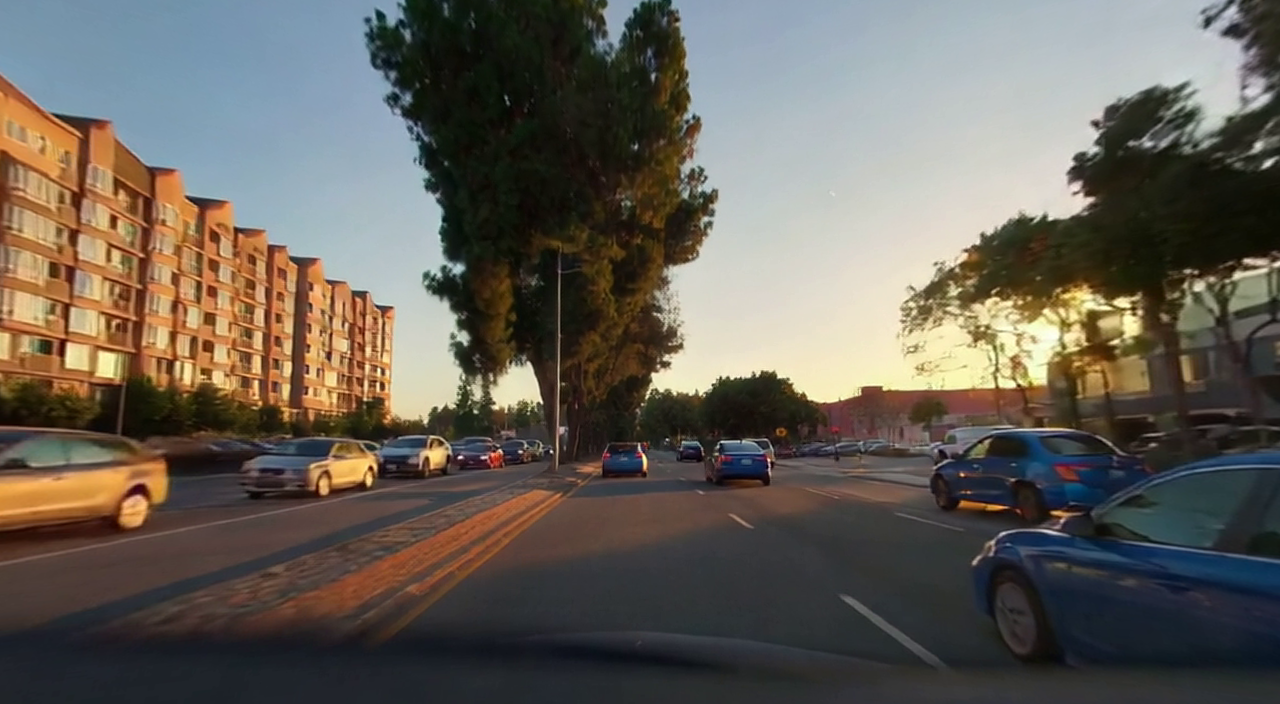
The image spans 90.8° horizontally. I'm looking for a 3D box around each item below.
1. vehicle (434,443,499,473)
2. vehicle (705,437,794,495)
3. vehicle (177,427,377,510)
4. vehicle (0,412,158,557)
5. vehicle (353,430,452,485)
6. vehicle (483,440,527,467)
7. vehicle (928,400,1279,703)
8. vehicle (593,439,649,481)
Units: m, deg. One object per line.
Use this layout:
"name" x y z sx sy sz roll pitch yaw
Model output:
"vehicle" -9.022 5.523 33.218 2.148 1.473 4.709 0 -8 -1
"vehicle" 3.096 3.303 18.662 1.852 1.498 3.825 0 -8 -2
"vehicle" -8.901 2.886 16.187 2.145 1.747 5.014 -1 -8 0
"vehicle" -8.822 1.651 7.882 2.105 1.745 4.478 0 -8 -1
"vehicle" -9.023 4.031 24.512 2.043 1.860 4.656 -1 -8 0
"vehicle" -9.030 6.792 42.721 2.019 1.668 4.433 -1 -8 0
"vehicle" 3.393 0.985 2.778 2.021 1.471 4.666 0 -8 0
"vehicle" -0.687 4.138 24.451 1.994 1.479 3.647 0 -8 0
